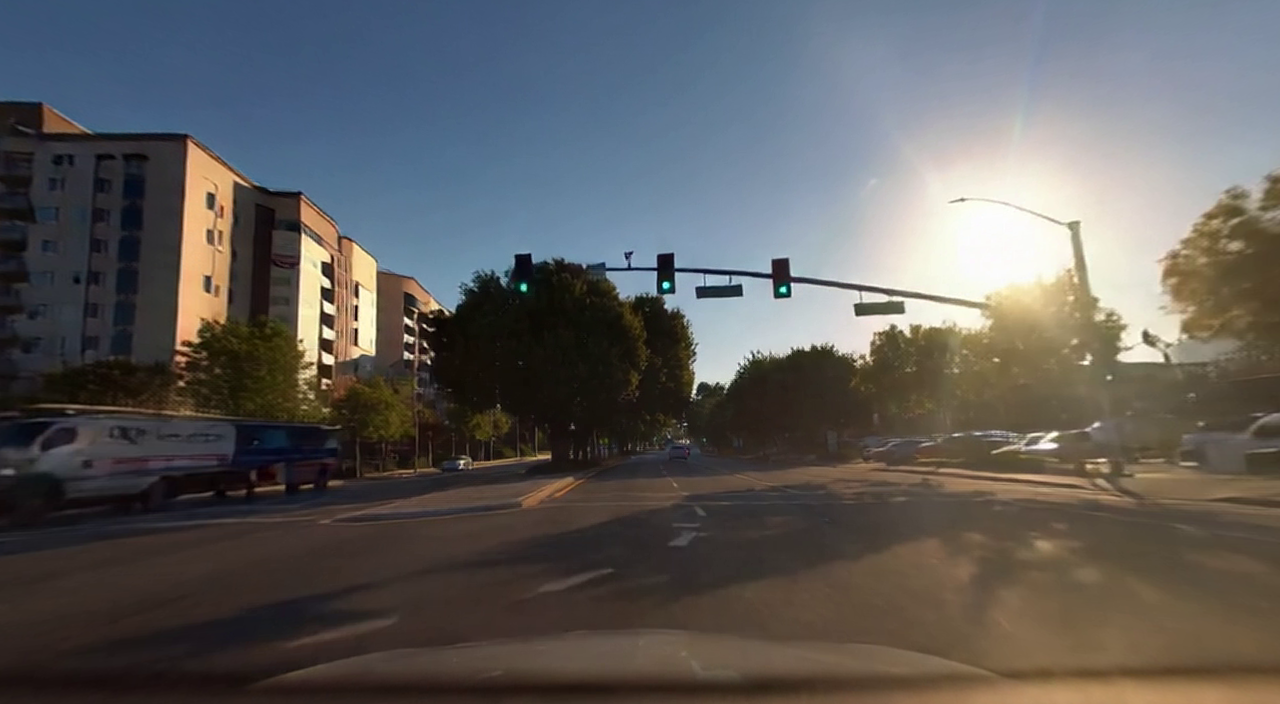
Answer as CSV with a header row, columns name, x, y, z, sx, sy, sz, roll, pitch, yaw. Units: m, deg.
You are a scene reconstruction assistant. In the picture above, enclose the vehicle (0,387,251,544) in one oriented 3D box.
name,x,y,z,sx,sy,sz,roll,pitch,yaw
vehicle,-15.708,3.125,17.983,3.028,3.424,9.908,0,-9,-1
